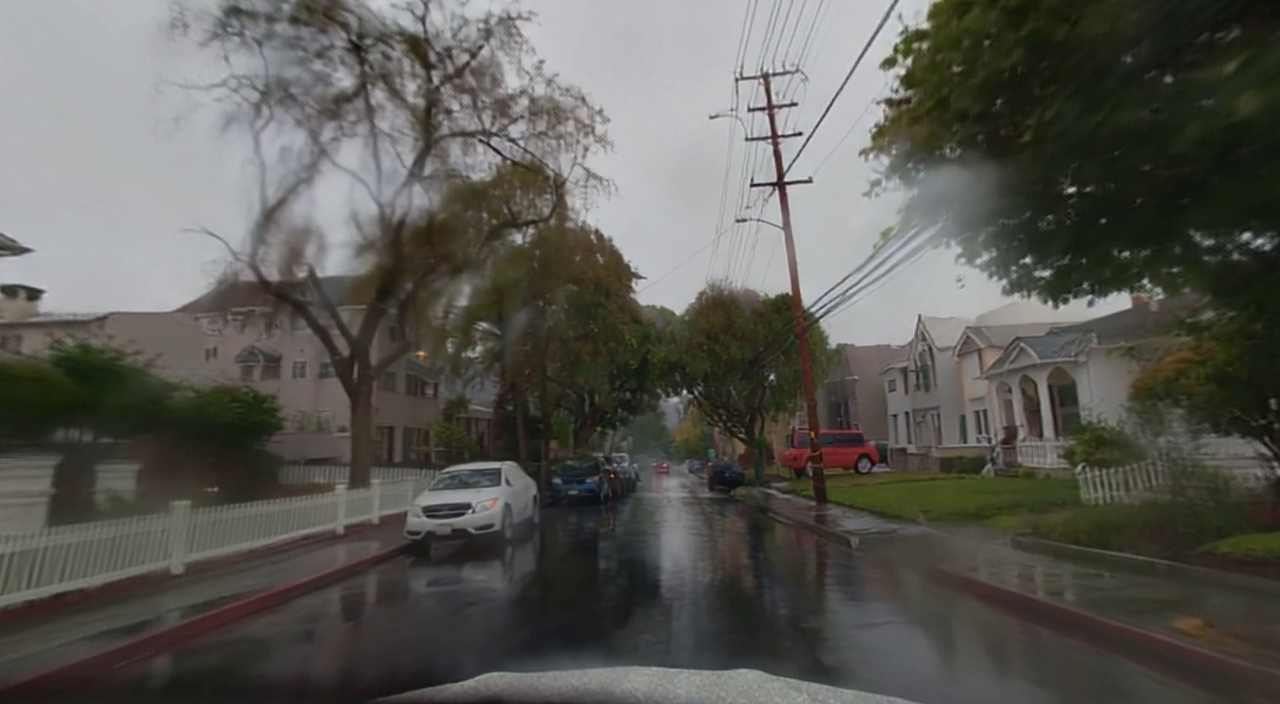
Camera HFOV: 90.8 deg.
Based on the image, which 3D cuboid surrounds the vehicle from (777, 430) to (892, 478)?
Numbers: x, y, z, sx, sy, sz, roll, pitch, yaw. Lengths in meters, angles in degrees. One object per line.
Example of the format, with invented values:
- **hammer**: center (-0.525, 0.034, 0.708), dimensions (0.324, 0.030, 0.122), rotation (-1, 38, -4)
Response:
- **vehicle**: center (8.157, 4.278, 26.833), dimensions (4.249, 1.905, 1.904), rotation (0, -7, 0)

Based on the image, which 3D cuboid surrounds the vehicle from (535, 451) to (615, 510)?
- **vehicle**: center (-1.916, 4.004, 20.217), dimensions (2.081, 1.589, 4.691), rotation (0, -8, 0)

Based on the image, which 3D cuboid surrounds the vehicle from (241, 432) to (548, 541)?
- **vehicle**: center (-4.223, 2.480, 11.668), dimensions (4.537, 1.595, 2.471), rotation (2, -12, 2)

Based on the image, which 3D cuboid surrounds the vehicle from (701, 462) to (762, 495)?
- **vehicle**: center (4.985, 6.775, 34.091), dimensions (3.005, 1.535, 4.025), rotation (-2, -9, 10)
